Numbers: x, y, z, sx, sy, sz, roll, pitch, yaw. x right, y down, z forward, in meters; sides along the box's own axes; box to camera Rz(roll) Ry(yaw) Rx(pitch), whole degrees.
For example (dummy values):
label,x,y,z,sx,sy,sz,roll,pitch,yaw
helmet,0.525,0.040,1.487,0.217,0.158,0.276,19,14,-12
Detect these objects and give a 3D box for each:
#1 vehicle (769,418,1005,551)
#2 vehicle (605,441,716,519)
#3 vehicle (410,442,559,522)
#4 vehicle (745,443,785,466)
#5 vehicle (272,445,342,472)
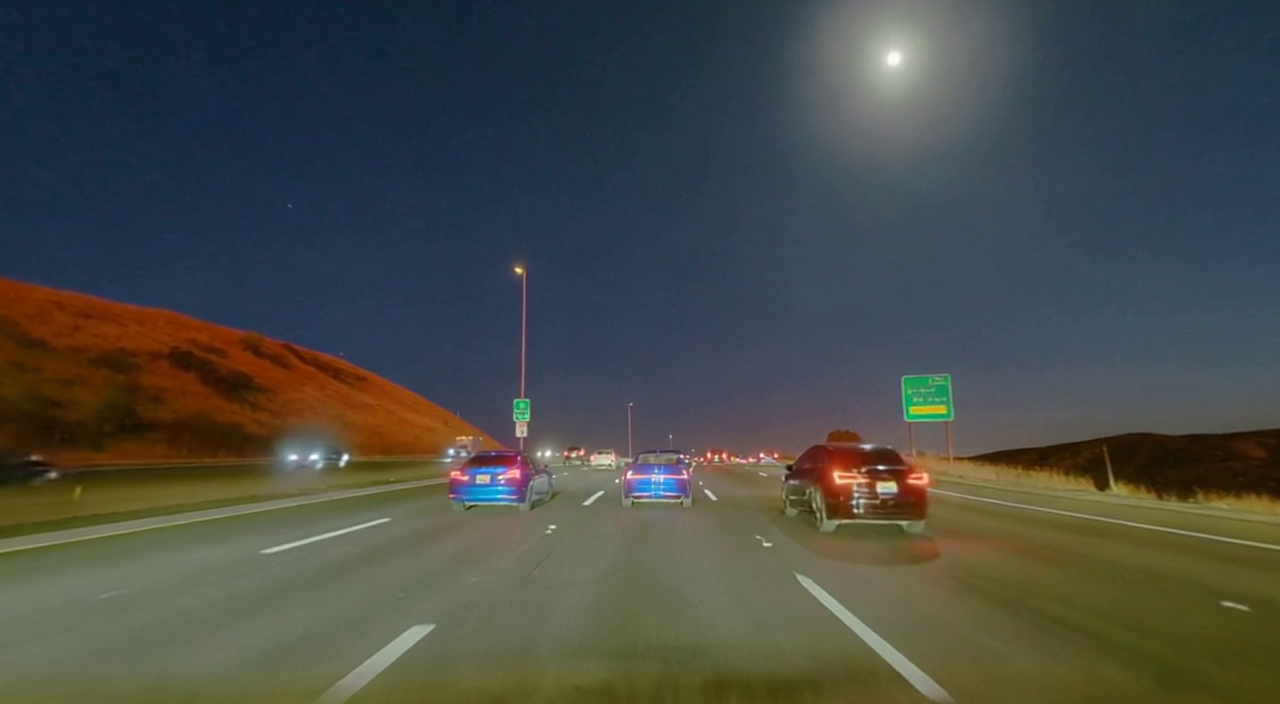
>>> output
label,x,y,z,sx,sy,sz,roll,pitch,yaw
vehicle,3.669,2.060,10.541,2.083,1.693,4.740,0,-8,1
vehicle,0.417,2.688,13.762,2.072,1.431,3.904,0,-8,1
vehicle,-3.140,2.713,13.785,2.017,1.446,4.384,0,-8,2
vehicle,8.801,7.275,44.931,2.097,1.515,4.593,-1,-8,3
vehicle,-23.481,7.491,44.693,2.062,1.794,4.892,-1,-8,4
